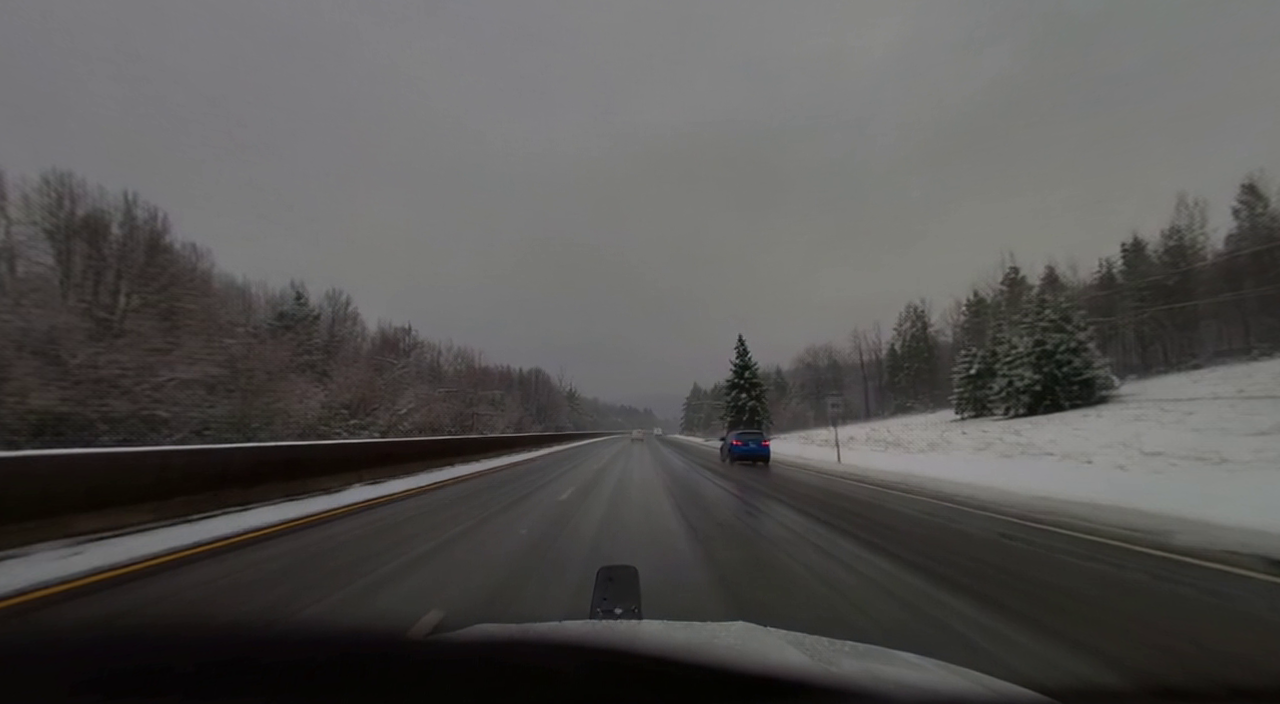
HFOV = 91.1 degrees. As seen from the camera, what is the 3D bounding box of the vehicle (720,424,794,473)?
[{"bbox_3d":[3.925,3.288,21.676,1.765,1.510,3.762,0,-8,-1],"label":"vehicle"}]
